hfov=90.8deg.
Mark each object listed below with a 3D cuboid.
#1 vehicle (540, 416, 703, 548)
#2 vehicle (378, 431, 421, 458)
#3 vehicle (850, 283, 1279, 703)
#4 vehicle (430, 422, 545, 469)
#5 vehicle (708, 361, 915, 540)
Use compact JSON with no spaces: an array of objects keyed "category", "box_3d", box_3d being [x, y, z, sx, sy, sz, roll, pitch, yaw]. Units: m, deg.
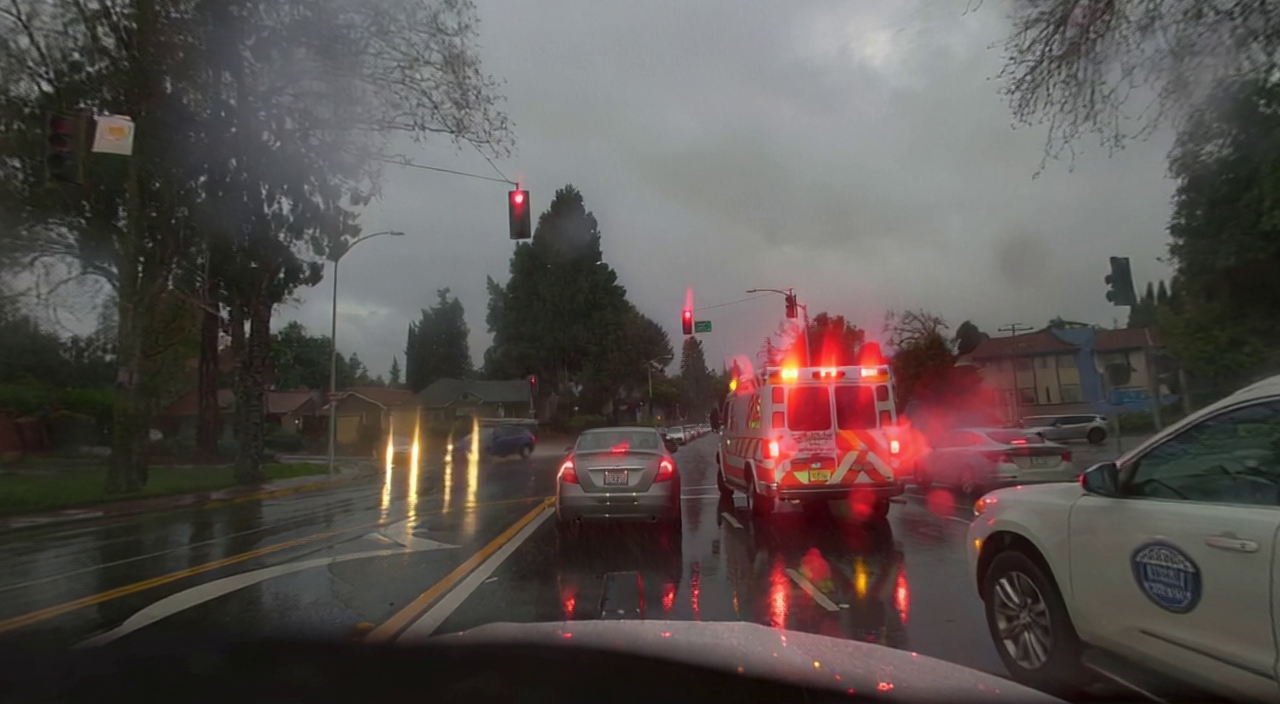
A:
[{"category":"vehicle","box_3d":[-0.274,1.973,10.189,2.114,1.707,3.725,0,-8,-1]},{"category":"vehicle","box_3d":[-17.754,6.872,46.868,2.246,1.880,4.454,1,-8,-12]},{"category":"vehicle","box_3d":[2.844,0.896,2.865,2.194,1.820,4.652,0,-8,0]},{"category":"vehicle","box_3d":[-6.959,4.392,29.700,2.349,1.988,5.813,-4,-9,21]},{"category":"vehicle","box_3d":[2.882,1.879,12.376,2.406,2.687,5.521,0,-8,-1]}]
